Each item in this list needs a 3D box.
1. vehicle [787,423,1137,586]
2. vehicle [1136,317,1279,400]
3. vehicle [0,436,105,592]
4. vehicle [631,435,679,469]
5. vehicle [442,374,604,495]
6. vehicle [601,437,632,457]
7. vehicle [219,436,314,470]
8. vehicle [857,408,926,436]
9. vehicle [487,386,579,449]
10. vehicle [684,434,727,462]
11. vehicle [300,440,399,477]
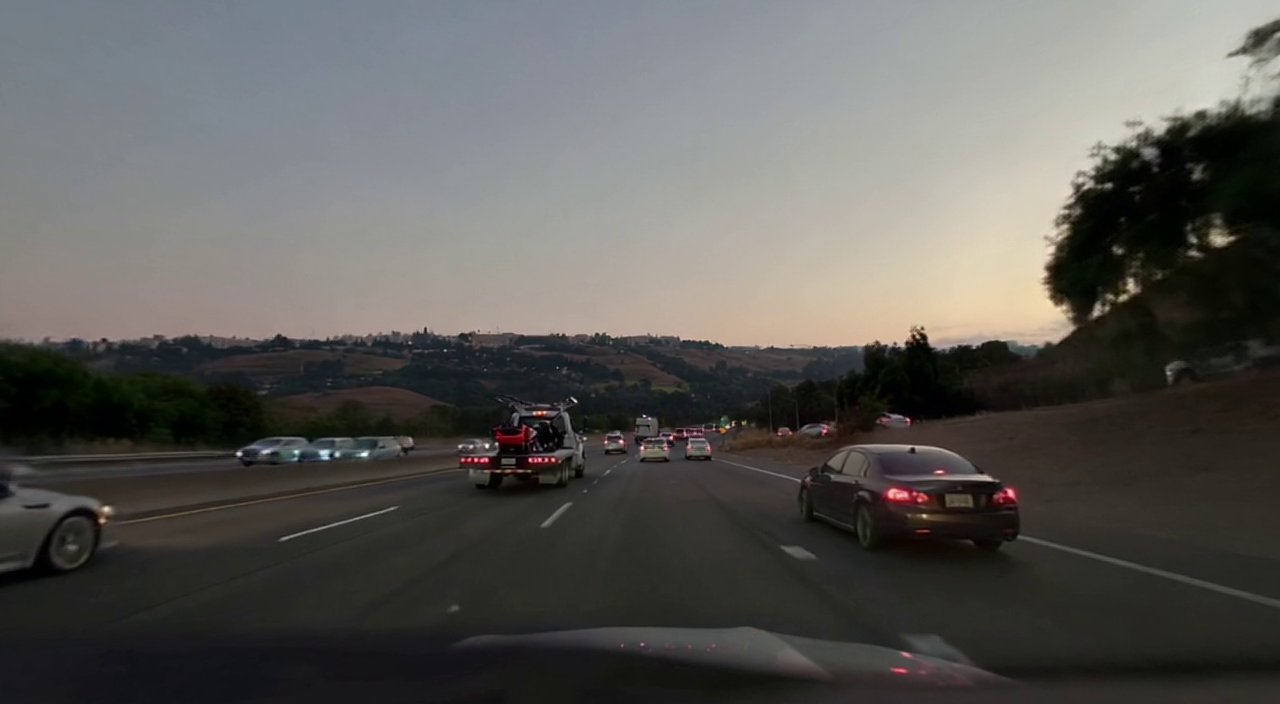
[{"bbox_3d":[3.488,1.720,8.012,2.040,1.481,4.260,0,-8,-3],"label":"vehicle"},{"bbox_3d":[15.565,0.254,16.157,1.979,1.616,4.268,1,-8,-5],"label":"vehicle"},{"bbox_3d":[-6.814,1.262,4.295,1.964,1.395,4.948,0,-8,1],"label":"vehicle"},{"bbox_3d":[0.671,4.660,29.521,2.079,1.499,3.915,0,-8,1],"label":"vehicle"},{"bbox_3d":[-3.144,2.744,20.569,3.162,2.955,10.282,0,-8,1],"label":"vehicle"},{"bbox_3d":[-1.763,7.425,49.354,2.016,1.450,4.310,0,-8,3],"label":"vehicle"},{"bbox_3d":[-19.395,5.245,33.020,2.043,1.619,4.442,0,-8,3],"label":"vehicle"},{"bbox_3d":[14.044,4.000,35.530,1.930,1.454,4.126,1,-8,-4],"label":"vehicle"},{"bbox_3d":[-3.112,2.115,19.424,1.893,1.674,4.766,0,-8,1],"label":"vehicle"},{"bbox_3d":[3.968,5.943,39.117,2.075,1.614,4.682,0,-8,-1],"label":"vehicle"},{"bbox_3d":[-12.755,4.687,28.052,2.109,1.471,4.367,0,-8,3],"label":"vehicle"}]
